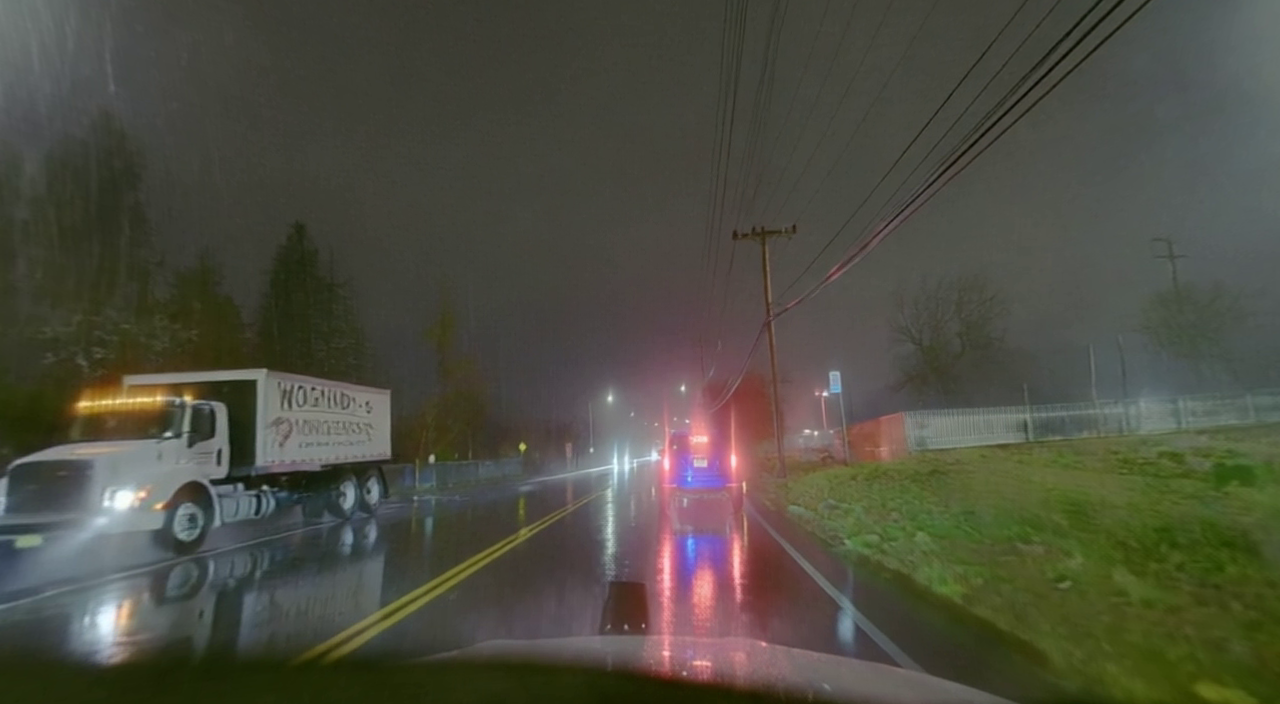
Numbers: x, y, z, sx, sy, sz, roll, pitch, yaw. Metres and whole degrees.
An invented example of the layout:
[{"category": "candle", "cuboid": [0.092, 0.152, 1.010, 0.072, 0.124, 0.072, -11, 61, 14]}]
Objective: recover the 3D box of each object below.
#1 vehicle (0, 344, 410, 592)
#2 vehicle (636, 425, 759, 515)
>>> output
[{"category": "vehicle", "cuboid": [-8.087, 1.943, 12.132, 3.395, 3.071, 7.634, -7, -6, 8]}, {"category": "vehicle", "cuboid": [1.074, 2.277, 12.616, 2.081, 1.503, 3.726, -1, -8, 3]}]
